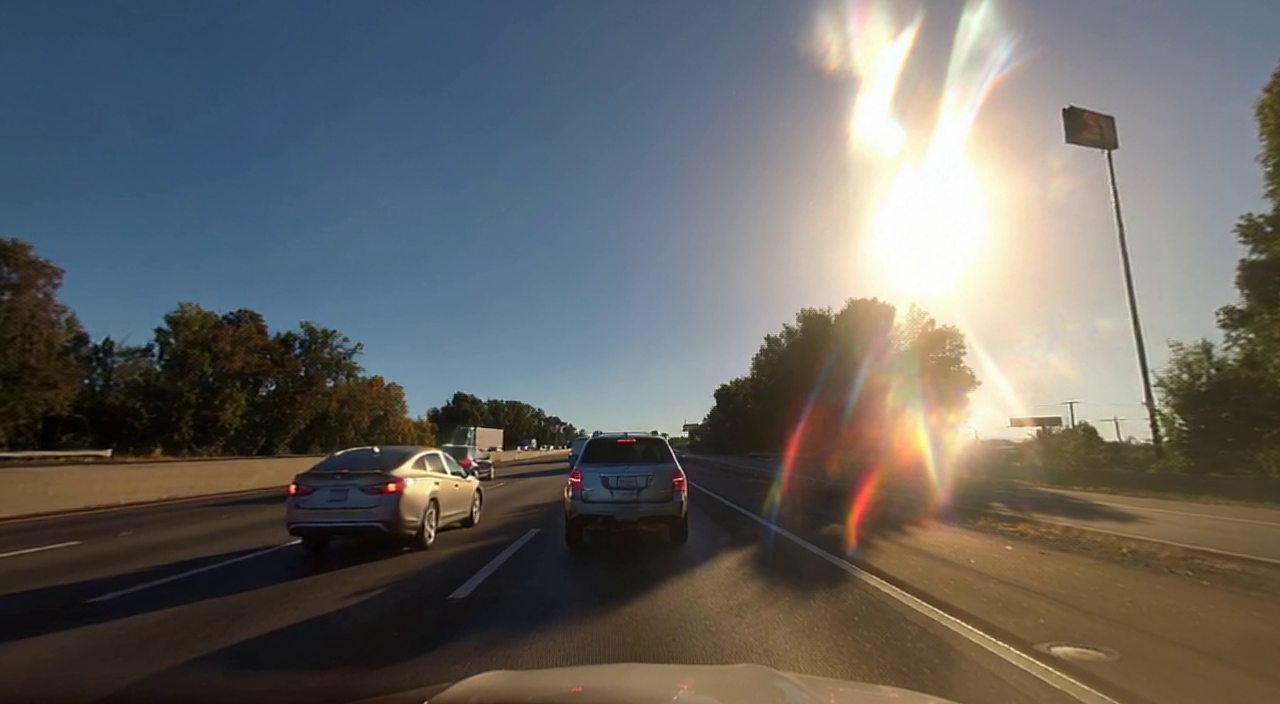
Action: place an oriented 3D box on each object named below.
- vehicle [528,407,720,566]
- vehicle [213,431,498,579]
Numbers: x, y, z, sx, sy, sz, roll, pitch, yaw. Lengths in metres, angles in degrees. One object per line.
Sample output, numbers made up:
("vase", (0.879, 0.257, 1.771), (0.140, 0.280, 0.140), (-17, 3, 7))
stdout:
("vehicle", (-0.223, 1.852, 9.462), (2.127, 1.749, 4.776), (0, -9, -1))
("vehicle", (-3.483, 1.938, 8.868), (1.889, 1.522, 4.465), (0, -9, 1))
